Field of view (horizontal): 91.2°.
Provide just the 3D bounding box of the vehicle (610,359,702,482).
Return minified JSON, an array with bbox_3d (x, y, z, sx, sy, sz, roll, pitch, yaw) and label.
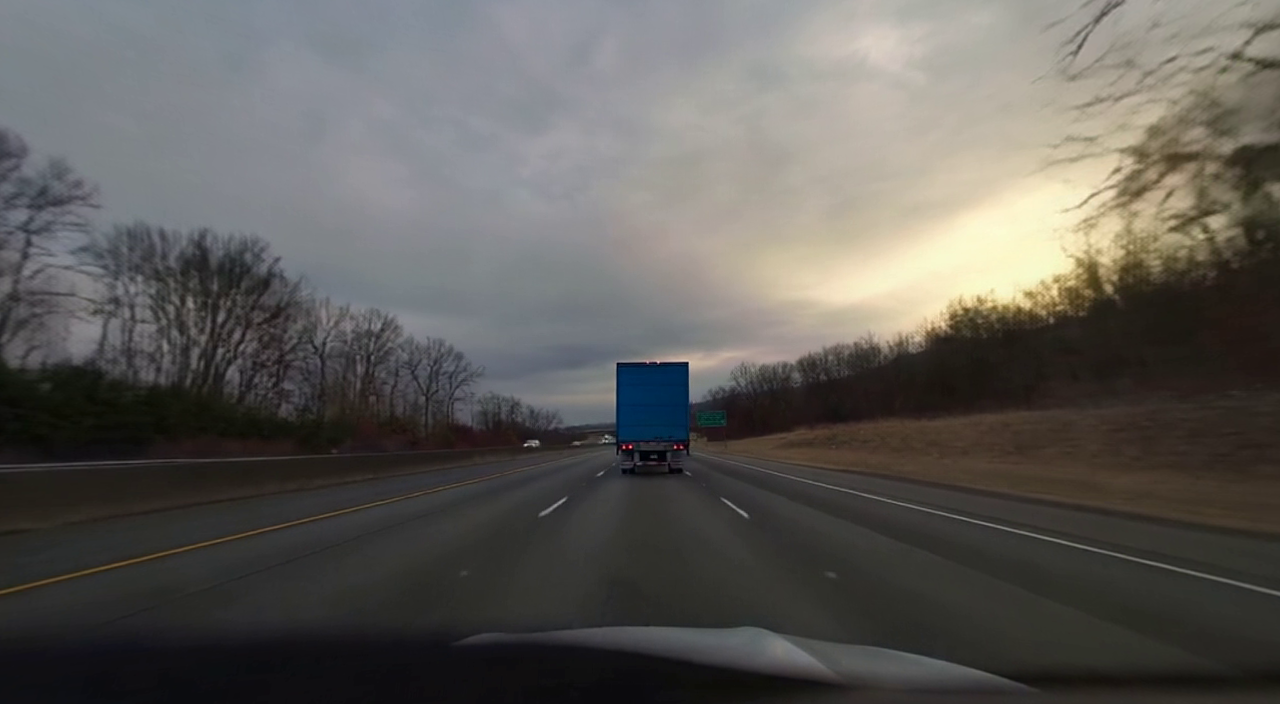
[{"bbox_3d":[0.553,3.001,25.955,3.010,4.039,10.481,0,-8,0],"label":"vehicle"}]
